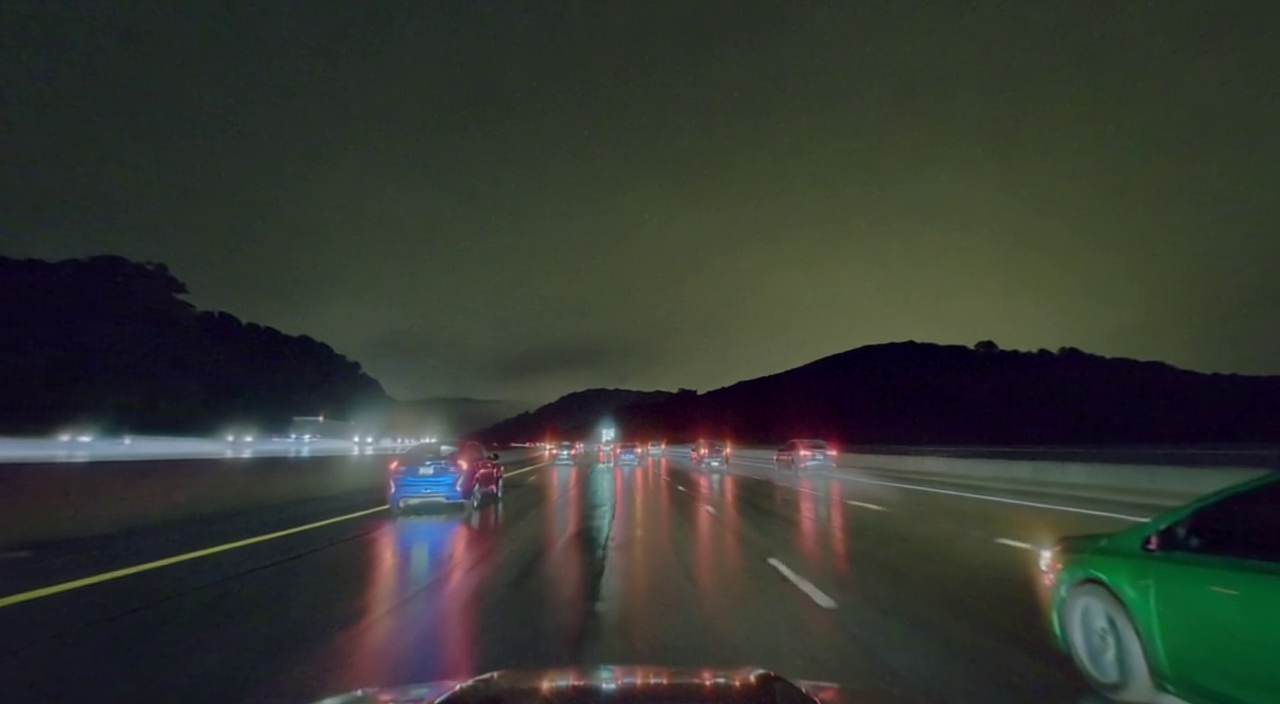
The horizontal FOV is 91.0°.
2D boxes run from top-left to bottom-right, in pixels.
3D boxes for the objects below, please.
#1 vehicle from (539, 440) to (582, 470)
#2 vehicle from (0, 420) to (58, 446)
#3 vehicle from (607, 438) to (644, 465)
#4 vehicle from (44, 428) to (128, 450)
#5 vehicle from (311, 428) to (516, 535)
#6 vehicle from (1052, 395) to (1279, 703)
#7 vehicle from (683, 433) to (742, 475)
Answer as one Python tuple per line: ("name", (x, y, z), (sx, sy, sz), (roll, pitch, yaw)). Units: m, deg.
("vehicle", (-4.132, 5.398, 33.237), (1.796, 1.464, 3.839), (0, -9, 0))
("vehicle", (-43.664, 5.609, 43.541), (1.931, 1.703, 5.272), (1, -8, -2))
("vehicle", (-0.880, 6.250, 39.520), (2.147, 1.572, 4.094), (0, -9, 0))
("vehicle", (-39.419, 6.231, 44.948), (1.790, 1.511, 4.734), (1, -8, -2))
("vehicle", (-3.679, 2.175, 11.196), (1.993, 1.500, 4.248), (0, -9, 1))
("vehicle", (3.445, 0.759, 1.224), (2.136, 1.511, 4.706), (0, -9, 1))
("vehicle", (3.398, 4.897, 30.458), (2.222, 1.820, 4.733), (0, -9, 0))
